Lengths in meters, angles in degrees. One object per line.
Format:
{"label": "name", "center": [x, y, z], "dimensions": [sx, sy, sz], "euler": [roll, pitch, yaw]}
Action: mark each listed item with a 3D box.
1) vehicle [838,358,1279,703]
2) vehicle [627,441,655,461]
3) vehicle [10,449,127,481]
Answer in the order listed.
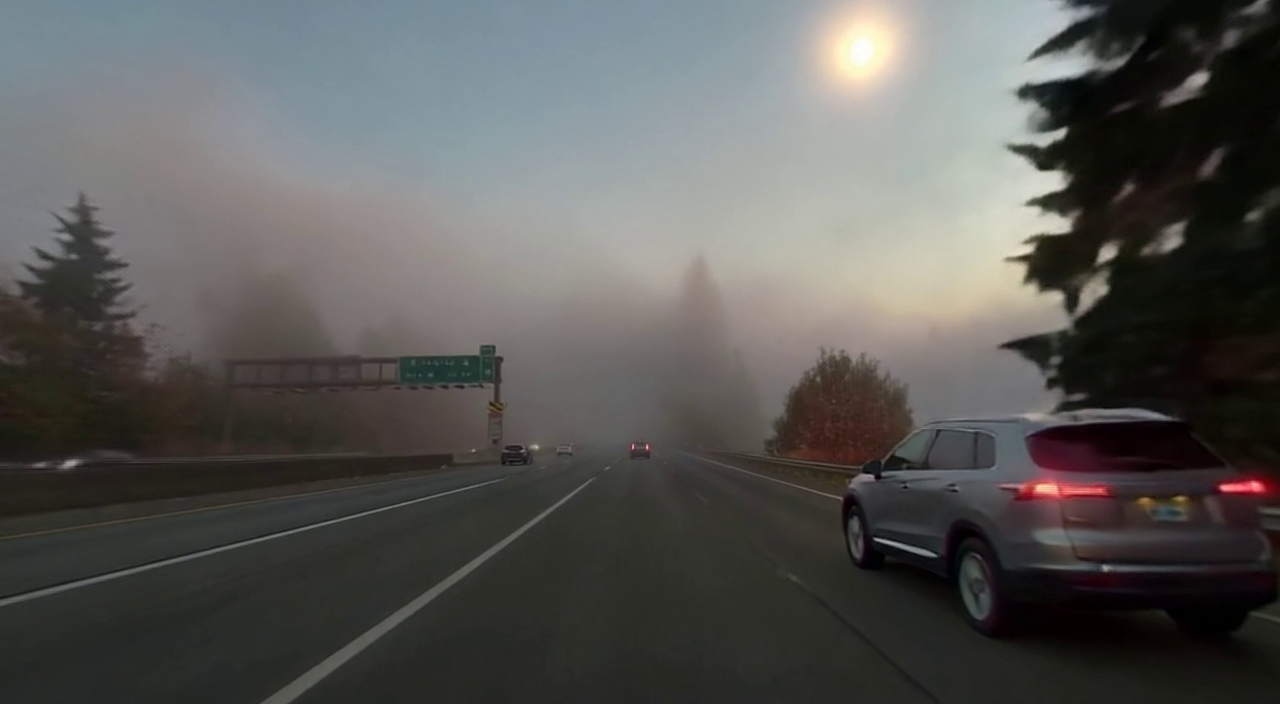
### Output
{"label": "vehicle", "center": [3.293, 1.176, 4.919], "dimensions": [2.120, 1.706, 4.226], "euler": [0, -8, 0]}
{"label": "vehicle", "center": [0.073, 7.376, 47.097], "dimensions": [1.985, 1.450, 4.266], "euler": [0, -8, 0]}
{"label": "vehicle", "center": [-28.801, 5.665, 31.973], "dimensions": [1.839, 1.450, 4.394], "euler": [0, -8, 0]}
